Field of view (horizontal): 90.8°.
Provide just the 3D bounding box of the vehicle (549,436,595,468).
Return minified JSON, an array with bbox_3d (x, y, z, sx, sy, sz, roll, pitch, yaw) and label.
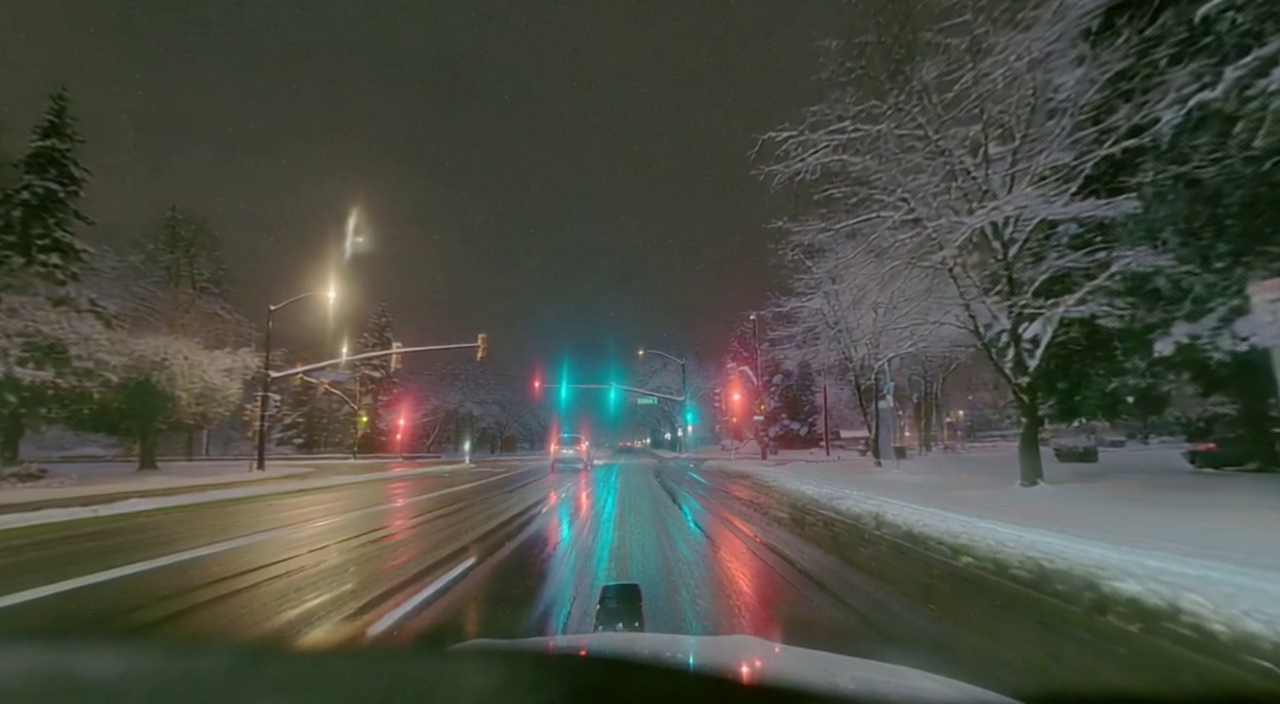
[{"bbox_3d":[-3.667,5.475,34.718,2.076,1.599,4.483,0,-8,-1],"label":"vehicle"}]
